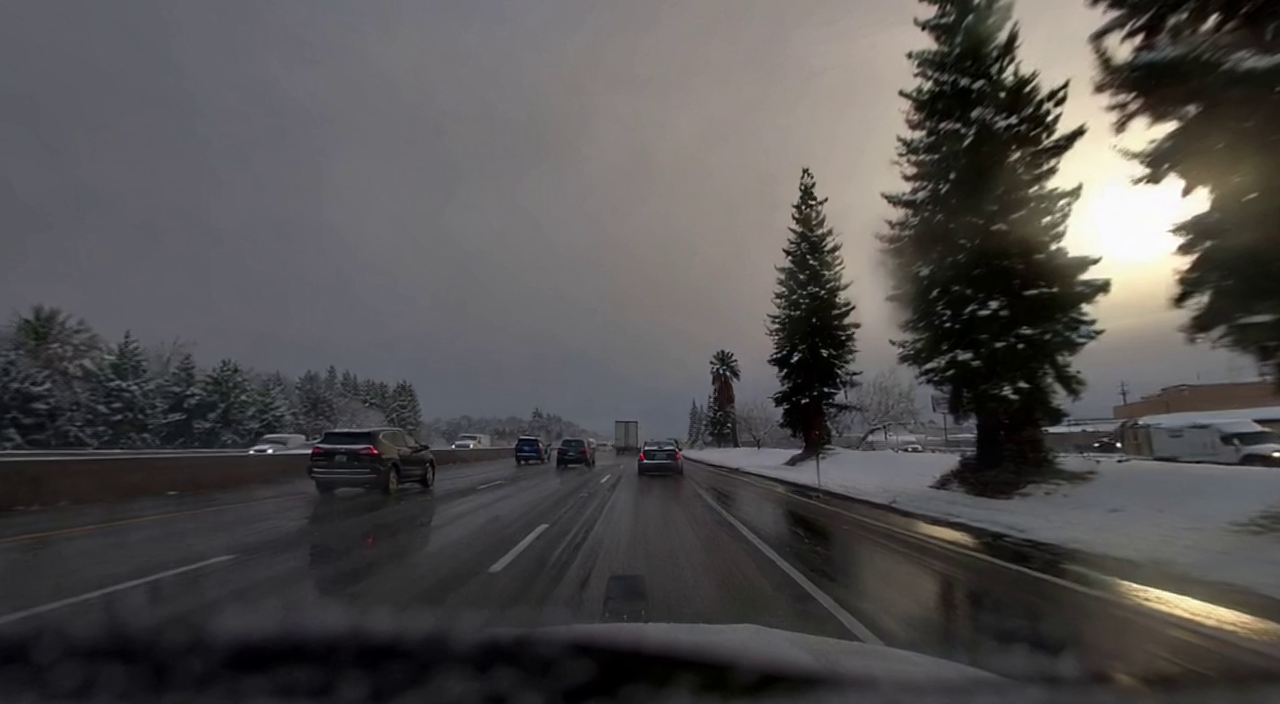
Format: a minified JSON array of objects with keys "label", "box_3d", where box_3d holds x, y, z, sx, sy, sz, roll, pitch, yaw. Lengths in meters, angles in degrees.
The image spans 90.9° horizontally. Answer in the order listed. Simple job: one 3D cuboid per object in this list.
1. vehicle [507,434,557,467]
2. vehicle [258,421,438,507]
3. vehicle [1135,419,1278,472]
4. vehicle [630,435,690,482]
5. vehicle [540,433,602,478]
[{"label":"vehicle","box_3d":[-6.639,6.082,39.191,2.085,1.932,4.967,0,-8,2]},{"label":"vehicle","box_3d":[-6.845,2.673,15.539,2.105,1.790,4.689,0,-8,1]},{"label":"vehicle","box_3d":[35.302,5.859,39.731,2.822,2.998,6.825,-1,-8,3]},{"label":"vehicle","box_3d":[0.716,4.087,24.529,2.136,1.678,4.052,0,-8,0]},{"label":"vehicle","box_3d":[-2.971,4.576,28.220,2.108,1.832,4.549,0,-8,2]}]
